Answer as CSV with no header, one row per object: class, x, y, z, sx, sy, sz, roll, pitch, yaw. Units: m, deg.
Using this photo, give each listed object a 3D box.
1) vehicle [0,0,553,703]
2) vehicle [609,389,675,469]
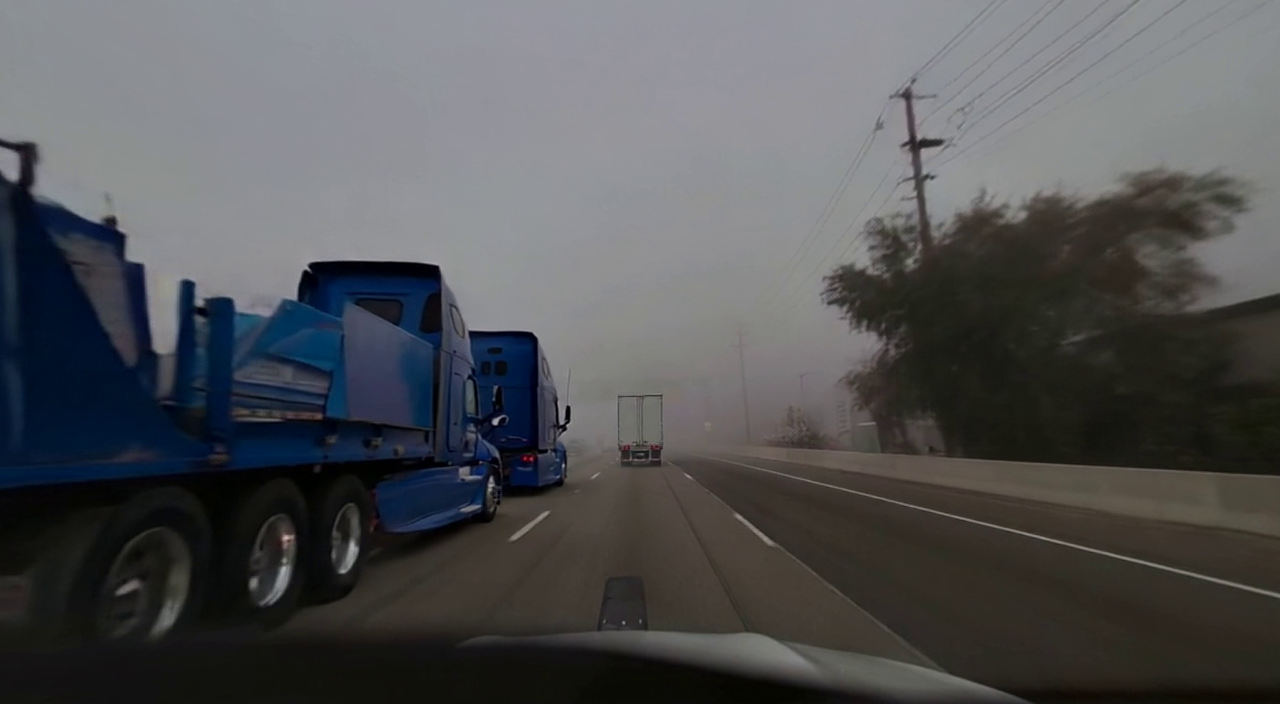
vehicle,-3.902,0.596,9.194,2.875,4.083,15.756,0,-9,1
vehicle,0.081,4.215,33.496,2.941,3.604,9.851,0,-9,0
